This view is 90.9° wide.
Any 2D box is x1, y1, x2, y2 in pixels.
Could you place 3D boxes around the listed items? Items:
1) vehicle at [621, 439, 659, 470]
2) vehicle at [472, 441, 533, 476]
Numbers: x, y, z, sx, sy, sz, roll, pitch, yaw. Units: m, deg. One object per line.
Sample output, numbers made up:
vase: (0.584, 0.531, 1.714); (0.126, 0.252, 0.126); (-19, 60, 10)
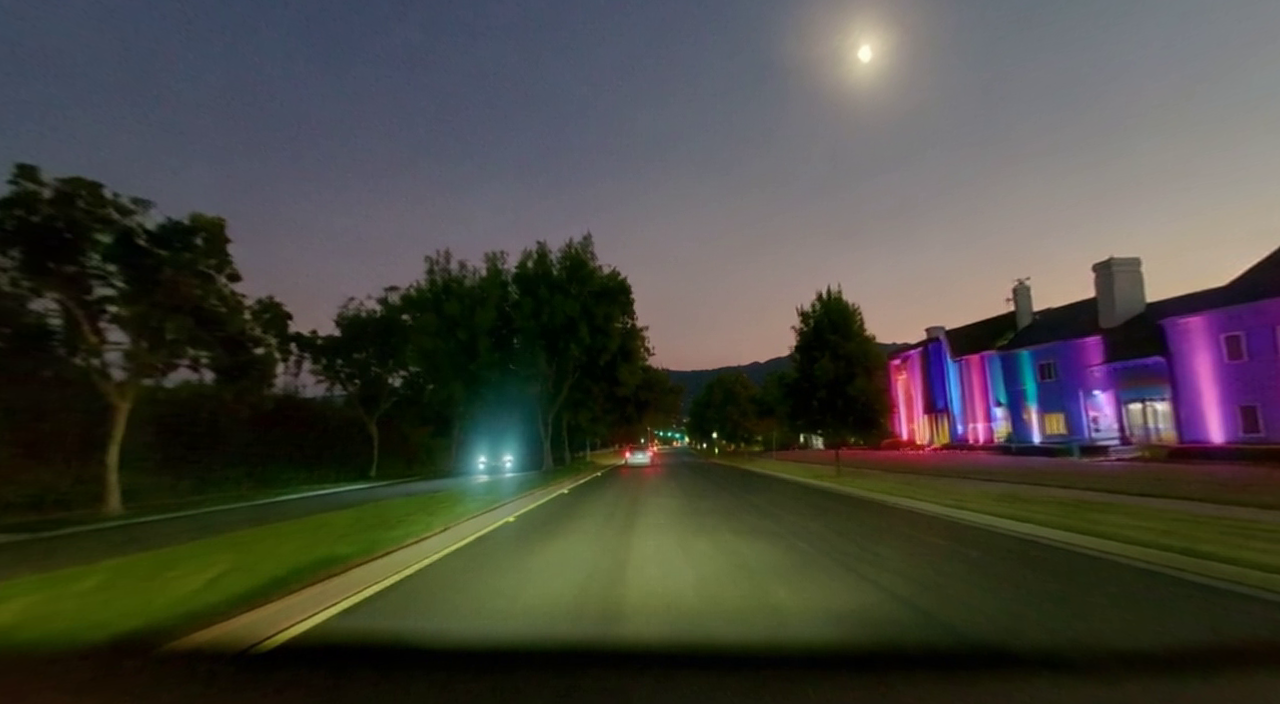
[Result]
vehicle: (0.050, 5.984, 37.077); (2.129, 1.713, 4.314); (0, -8, 2)
vehicle: (-7.244, 5.640, 33.740); (2.055, 1.757, 4.584); (0, -8, 2)
